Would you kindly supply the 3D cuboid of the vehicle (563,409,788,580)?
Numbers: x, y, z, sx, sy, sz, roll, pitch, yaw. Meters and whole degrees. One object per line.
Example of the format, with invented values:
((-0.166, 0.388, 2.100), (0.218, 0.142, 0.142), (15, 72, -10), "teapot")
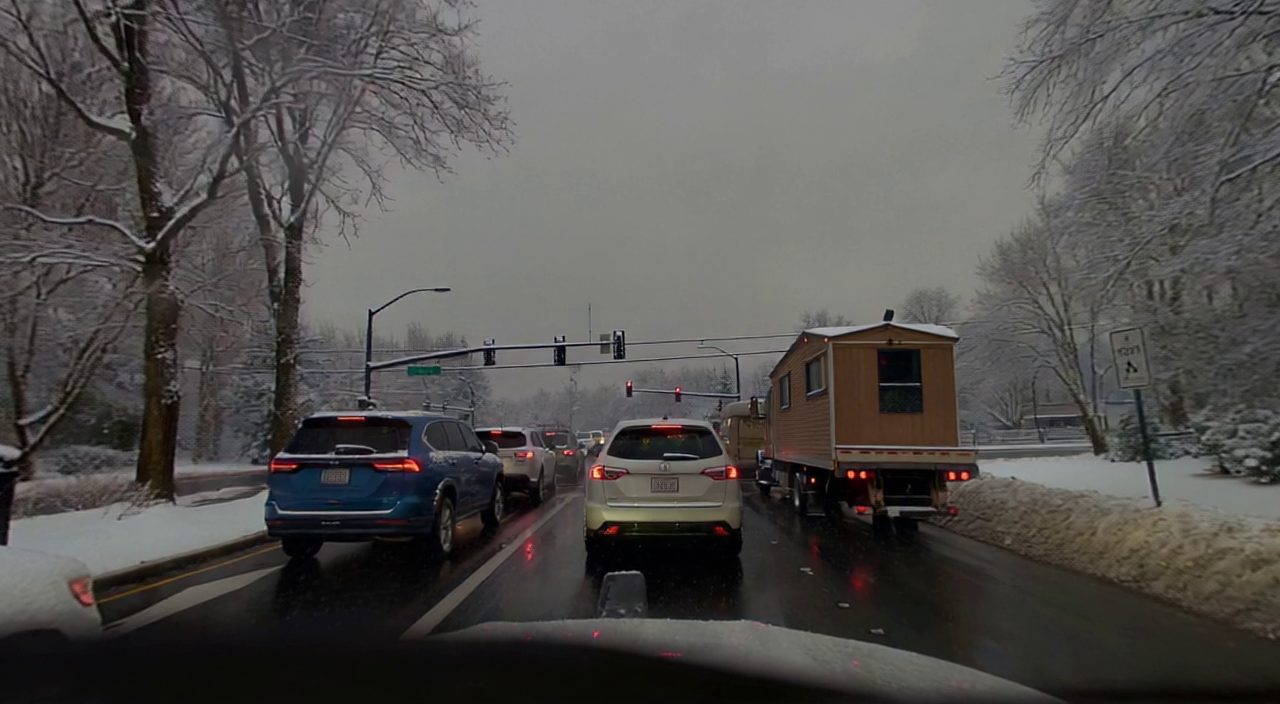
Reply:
((0.355, 1.705, 8.318), (2.189, 1.649, 4.171), (0, -9, 0), "vehicle")

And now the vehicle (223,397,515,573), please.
((-3.266, 1.713, 8.841), (2.085, 1.812, 4.388), (0, -9, 0), "vehicle")

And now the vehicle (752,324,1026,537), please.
((3.689, 1.404, 11.011), (2.531, 2.750, 5.595), (0, -8, 1), "vehicle")

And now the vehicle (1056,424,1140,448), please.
((33.160, 6.135, 45.884), (4.671, 1.595, 1.824), (-5, -10, 31), "vehicle")

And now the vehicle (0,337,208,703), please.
((-3.431, 0.674, 1.474), (1.952, 1.730, 4.116), (0, -9, -1), "vehicle")
